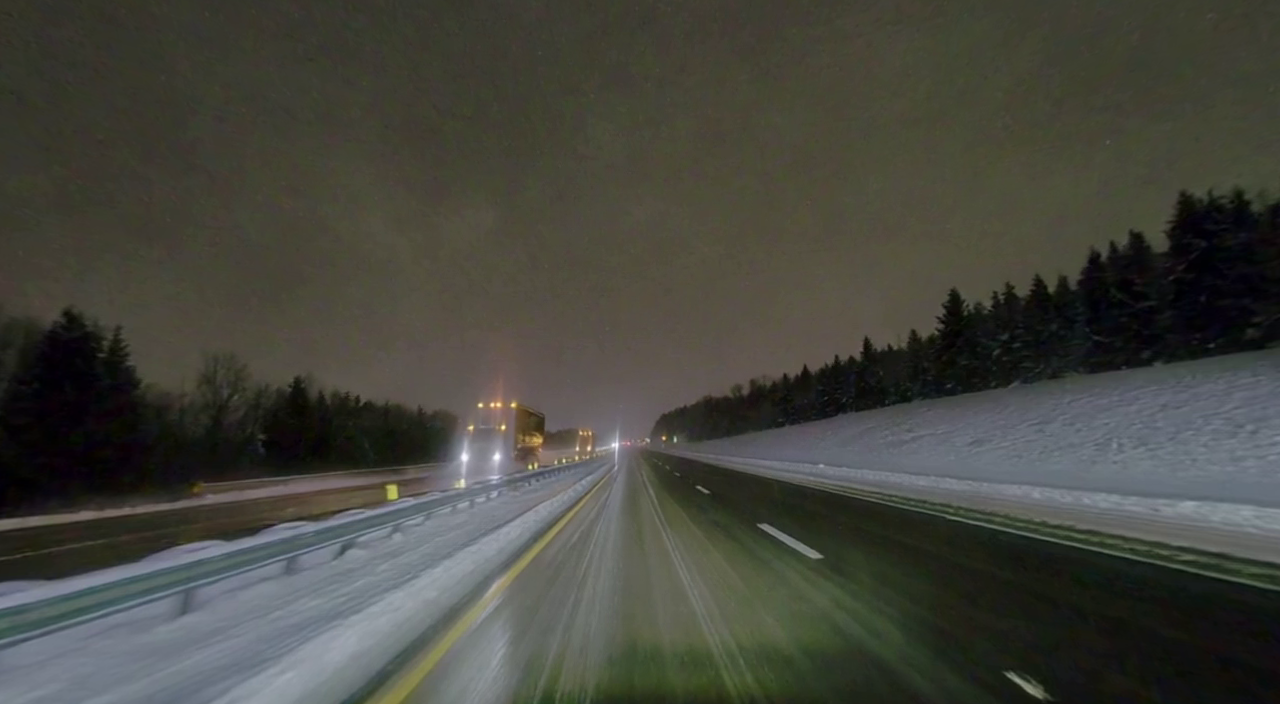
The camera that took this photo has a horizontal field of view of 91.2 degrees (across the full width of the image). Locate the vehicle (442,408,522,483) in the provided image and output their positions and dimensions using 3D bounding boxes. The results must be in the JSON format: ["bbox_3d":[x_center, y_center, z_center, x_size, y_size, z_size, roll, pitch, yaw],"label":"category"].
[{"bbox_3d":[-8.776,5.331,35.667,3.025,3.871,5.988,0,-9,-1],"label":"vehicle"}]
